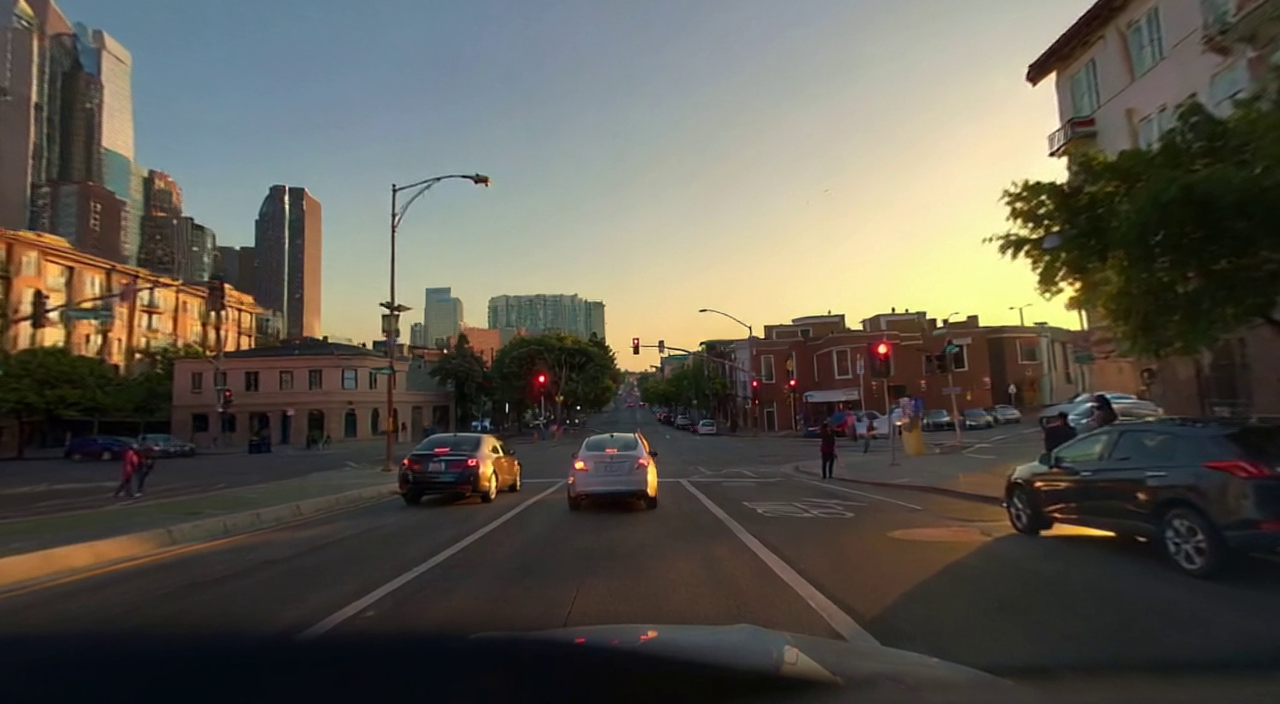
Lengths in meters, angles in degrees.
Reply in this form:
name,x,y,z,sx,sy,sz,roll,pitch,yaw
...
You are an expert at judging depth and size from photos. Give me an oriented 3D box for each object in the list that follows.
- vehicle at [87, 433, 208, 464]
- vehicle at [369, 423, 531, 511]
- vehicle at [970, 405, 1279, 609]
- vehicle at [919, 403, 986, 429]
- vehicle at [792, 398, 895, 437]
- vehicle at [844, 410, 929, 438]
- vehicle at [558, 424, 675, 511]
name,x,y,z,sx,sy,sz,roll,pitch,yaw
vehicle,-24.417,4.795,31.414,4.453,1.471,1.921,-1,-8,4
vehicle,-3.693,2.331,13.249,1.934,1.522,4.464,0,-8,1
vehicle,6.229,1.634,7.617,1.904,1.705,4.510,0,-8,-2
vehicle,21.315,4.428,43.003,5.017,1.542,2.055,6,-11,-38
vehicle,13.816,4.490,42.892,6.541,2.480,2.259,3,-9,-19
vehicle,15.220,4.472,39.030,4.775,1.604,1.915,3,-9,-20
vehicle,-0.428,2.340,13.195,2.082,1.520,3.896,0,-8,0
